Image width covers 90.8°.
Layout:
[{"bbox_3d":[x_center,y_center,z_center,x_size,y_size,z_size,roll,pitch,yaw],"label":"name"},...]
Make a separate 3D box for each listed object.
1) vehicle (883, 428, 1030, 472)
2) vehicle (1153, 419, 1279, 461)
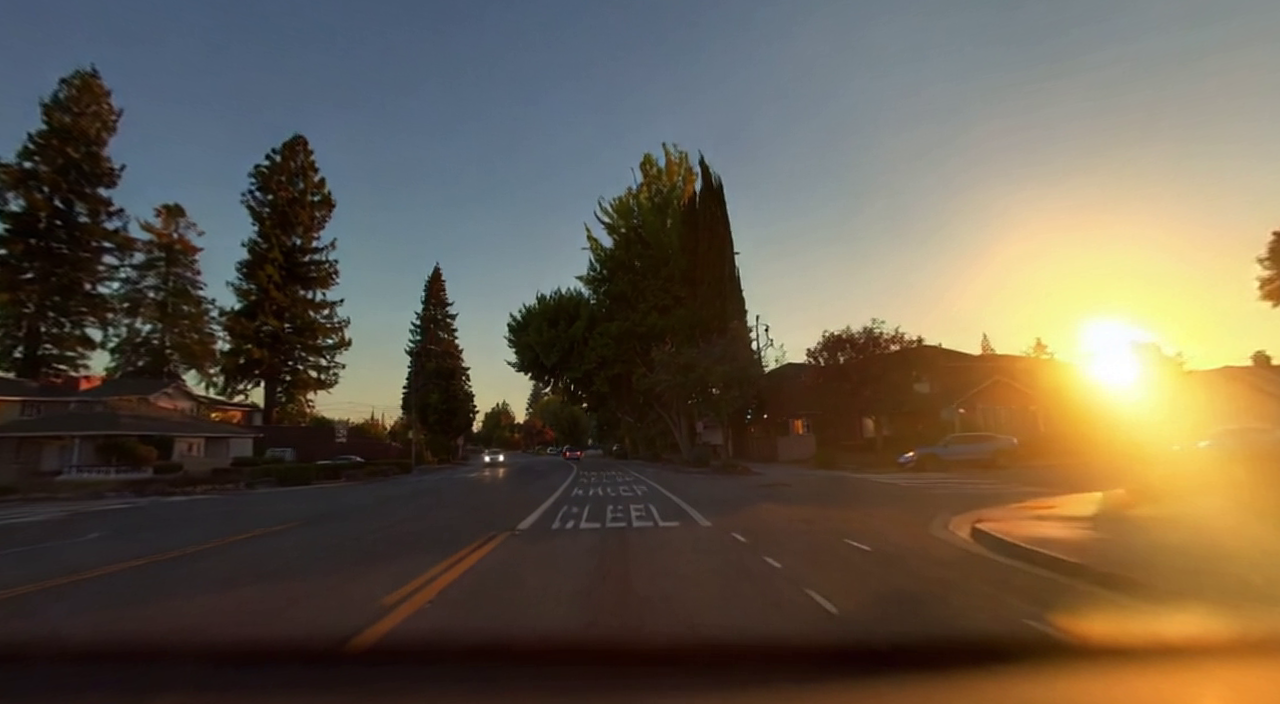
[{"bbox_3d":[12.401,3.871,25.005,4.702,1.661,1.977,0,-8,0],"label":"vehicle"},{"bbox_3d":[25.663,3.886,27.882,4.266,1.738,2.066,0,-8,-3],"label":"vehicle"}]
